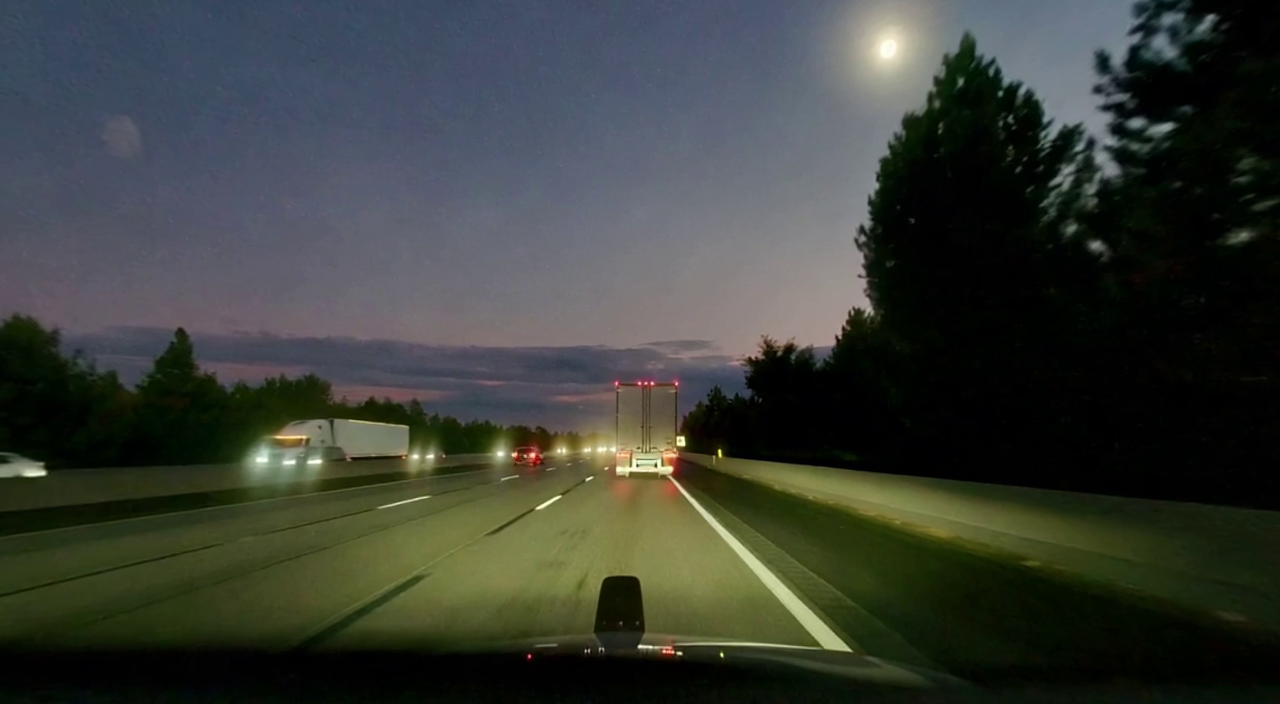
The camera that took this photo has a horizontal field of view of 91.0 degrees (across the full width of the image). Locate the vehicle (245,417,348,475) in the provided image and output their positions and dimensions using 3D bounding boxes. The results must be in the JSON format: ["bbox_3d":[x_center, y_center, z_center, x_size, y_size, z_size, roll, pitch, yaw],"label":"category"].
[{"bbox_3d":[-25.507,7.069,47.381,2.959,3.986,8.233,0,-9,1],"label":"vehicle"}]

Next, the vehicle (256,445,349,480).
[{"bbox_3d":[-17.852,5.826,33.642,2.242,1.713,4.902,0,-9,1],"label":"vehicle"}]

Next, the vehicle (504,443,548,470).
[{"bbox_3d":[-7.515,6.902,41.912,2.066,1.674,4.423,0,-9,0],"label":"vehicle"}]

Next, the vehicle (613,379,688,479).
[{"bbox_3d":[0.340,4.020,31.711,3.052,4.132,11.336,0,-9,-1],"label":"vehicle"}]
